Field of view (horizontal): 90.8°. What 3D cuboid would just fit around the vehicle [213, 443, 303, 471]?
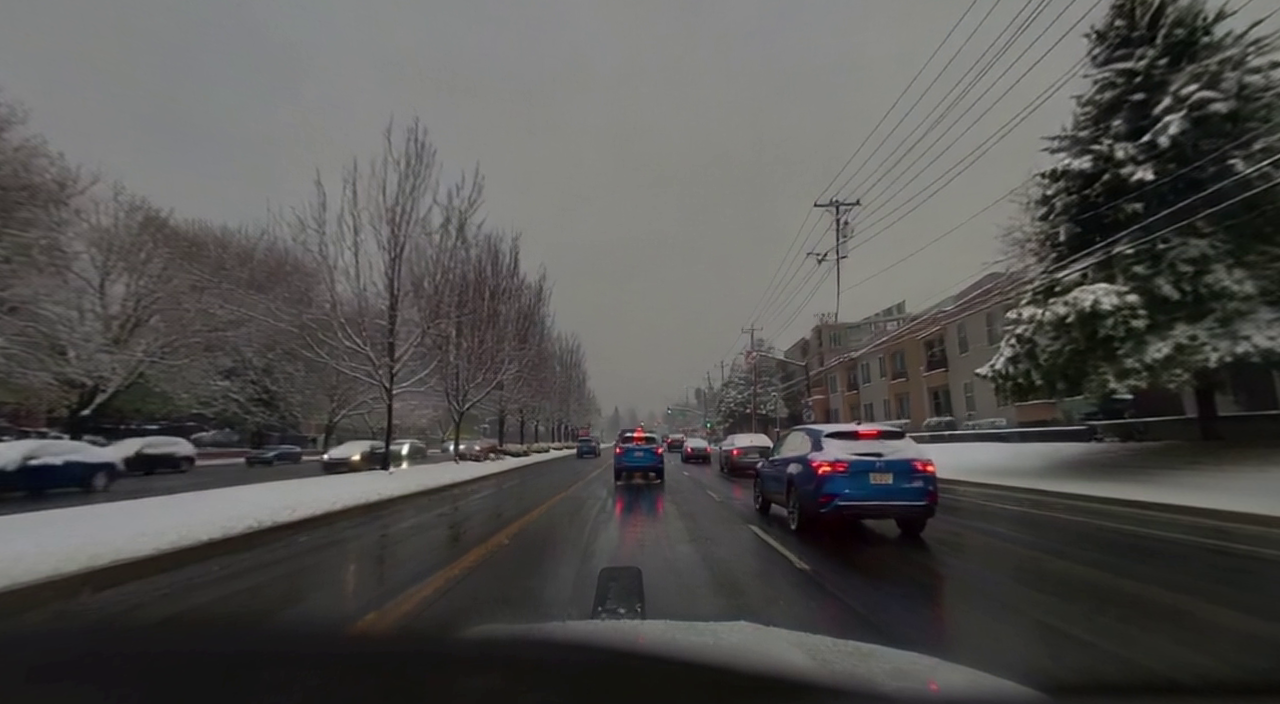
[{"bbox_3d":[-22.712,6.249,37.870,2.154,1.568,5.081,-1,-9,1],"label":"vehicle"}]

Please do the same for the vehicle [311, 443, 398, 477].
[{"bbox_3d":[-13.244,5.035,29.653,1.932,1.455,4.485,-1,-9,0],"label":"vehicle"}]

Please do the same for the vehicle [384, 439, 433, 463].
[{"bbox_3d":[-17.026,7.339,46.780,1.905,1.634,4.617,0,-9,-1],"label":"vehicle"}]

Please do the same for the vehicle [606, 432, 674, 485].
[{"bbox_3d":[-0.018,3.560,21.393,2.073,1.606,3.933,0,-9,0],"label":"vehicle"}]

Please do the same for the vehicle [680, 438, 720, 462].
[{"bbox_3d":[3.760,6.263,40.425,2.054,1.461,4.321,0,-9,-1],"label":"vehicle"}]

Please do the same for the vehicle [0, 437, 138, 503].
[{"bbox_3d":[-16.831,3.218,17.592,1.944,1.624,4.561,0,-9,0],"label":"vehicle"}]

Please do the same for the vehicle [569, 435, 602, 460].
[{"bbox_3d":[-4.137,7.356,48.660,2.104,1.773,4.338,0,-9,0],"label":"vehicle"}]

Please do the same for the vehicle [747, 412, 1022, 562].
[{"bbox_3d":[3.149,1.863,9.496,2.123,1.657,4.719,0,-9,-2],"label":"vehicle"}]
